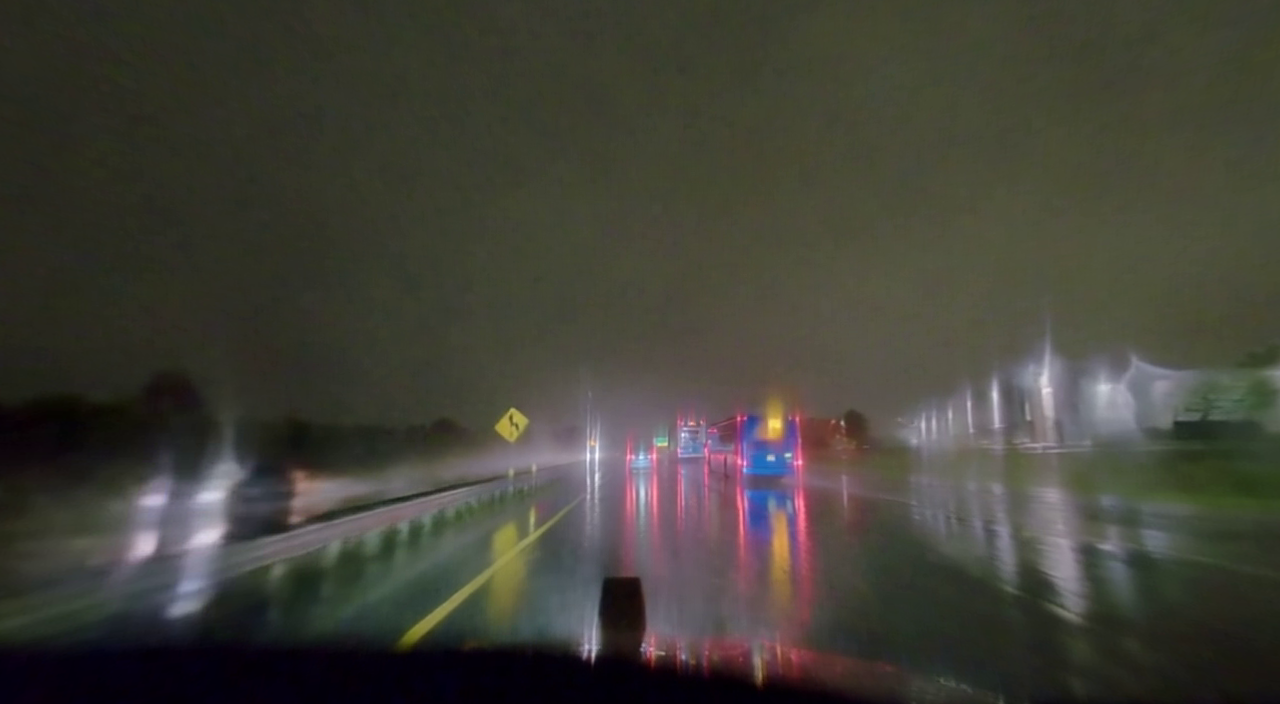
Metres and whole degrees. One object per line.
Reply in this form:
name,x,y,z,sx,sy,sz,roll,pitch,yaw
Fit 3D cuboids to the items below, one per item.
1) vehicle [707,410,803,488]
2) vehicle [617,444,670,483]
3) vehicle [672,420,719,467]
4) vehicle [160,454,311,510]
vehicle,4.165,3.704,24.085,2.440,2.555,5.957,0,-9,-1
vehicle,0.108,4.485,25.527,2.004,1.449,3.817,0,-9,-1
vehicle,4.217,7.245,49.679,2.883,3.358,7.942,0,-9,-1
vehicle,-12.518,4.017,19.898,2.025,1.546,4.069,0,-9,0
